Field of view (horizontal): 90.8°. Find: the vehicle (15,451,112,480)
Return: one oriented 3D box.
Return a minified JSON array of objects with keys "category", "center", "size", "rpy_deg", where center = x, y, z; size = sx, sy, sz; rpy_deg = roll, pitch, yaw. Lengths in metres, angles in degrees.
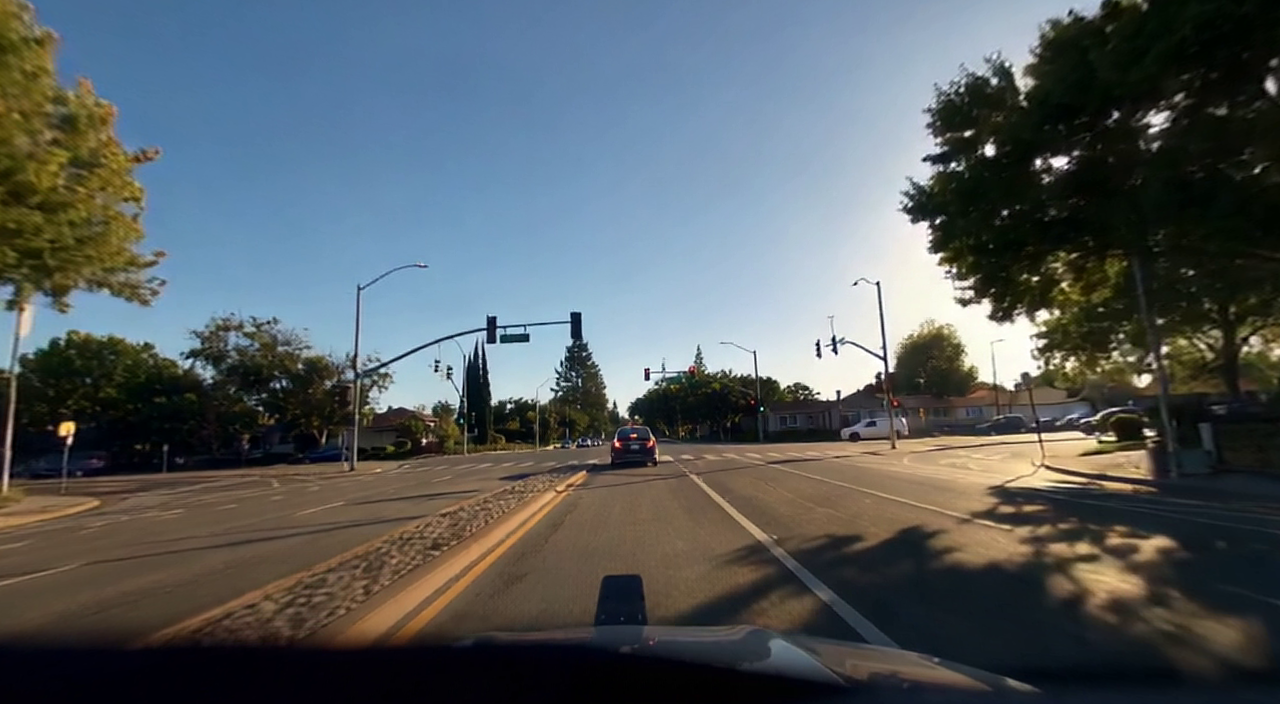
[{"category":"vehicle","center":[-42.971,8.425,47.204],"size":[4.904,2.000,2.321],"rpy_deg":[0,-7,-1]}]

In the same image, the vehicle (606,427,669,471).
[{"category":"vehicle","center":[-0.016,3.836,25.388],"size":[2.074,1.570,3.647],"rpy_deg":[0,-7,7]}]

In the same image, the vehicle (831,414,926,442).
[{"category":"vehicle","center":[17.986,5.789,47.946],"size":[6.025,2.000,2.876],"rpy_deg":[1,-6,-2]}]
